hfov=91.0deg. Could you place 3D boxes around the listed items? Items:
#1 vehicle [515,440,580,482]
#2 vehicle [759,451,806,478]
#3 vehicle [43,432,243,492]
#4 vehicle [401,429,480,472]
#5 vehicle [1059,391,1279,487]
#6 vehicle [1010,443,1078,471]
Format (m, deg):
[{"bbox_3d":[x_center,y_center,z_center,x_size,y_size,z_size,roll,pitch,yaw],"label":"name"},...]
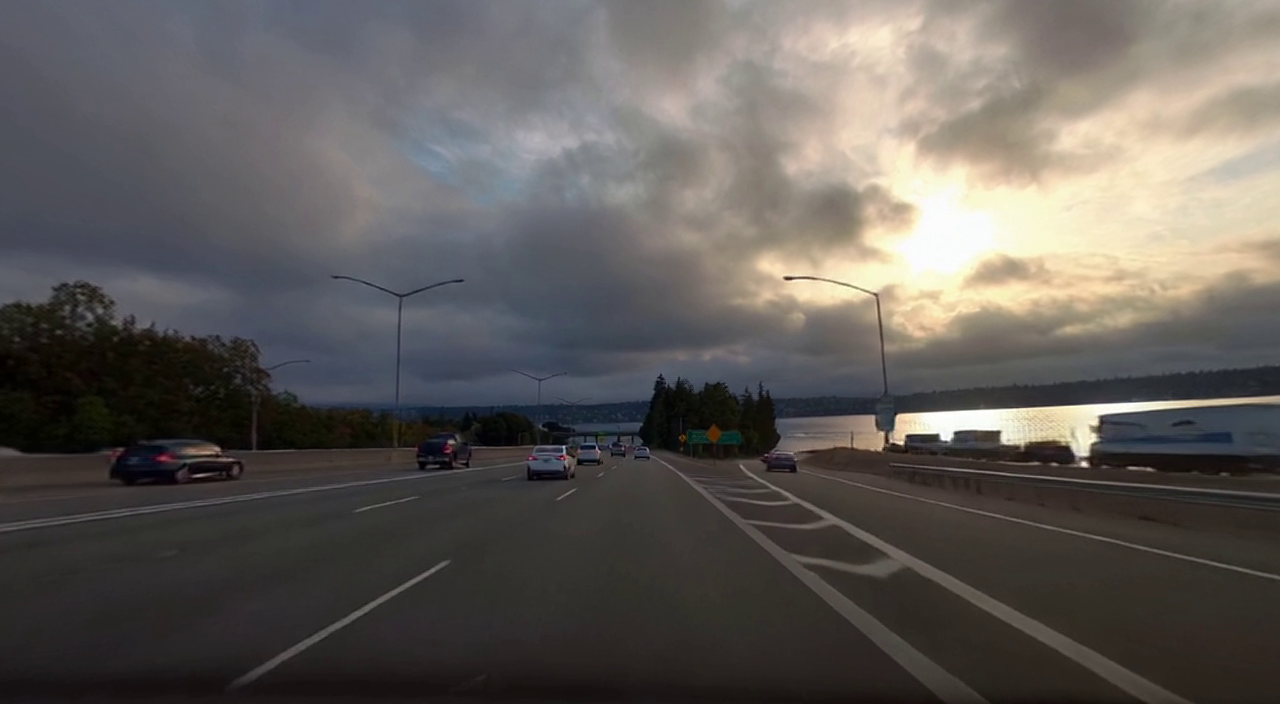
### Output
[{"bbox_3d":[-4.039,4.866,28.334,2.132,1.708,4.571,0,-9,2],"label":"vehicle"},{"bbox_3d":[8.796,6.953,39.221,2.153,1.510,4.646,0,-9,4],"label":"vehicle"},{"bbox_3d":[-14.647,3.264,19.026,2.050,1.537,4.768,0,-9,2],"label":"vehicle"},{"bbox_3d":[-10.975,5.478,35.207,2.442,2.191,5.760,0,-9,1],"label":"vehicle"},{"bbox_3d":[25.475,4.154,29.745,4.211,3.637,11.169,0,-8,3],"label":"vehicle"},{"bbox_3d":[26.209,6.799,41.026,1.914,1.667,4.648,-1,-9,9],"label":"vehicle"}]
